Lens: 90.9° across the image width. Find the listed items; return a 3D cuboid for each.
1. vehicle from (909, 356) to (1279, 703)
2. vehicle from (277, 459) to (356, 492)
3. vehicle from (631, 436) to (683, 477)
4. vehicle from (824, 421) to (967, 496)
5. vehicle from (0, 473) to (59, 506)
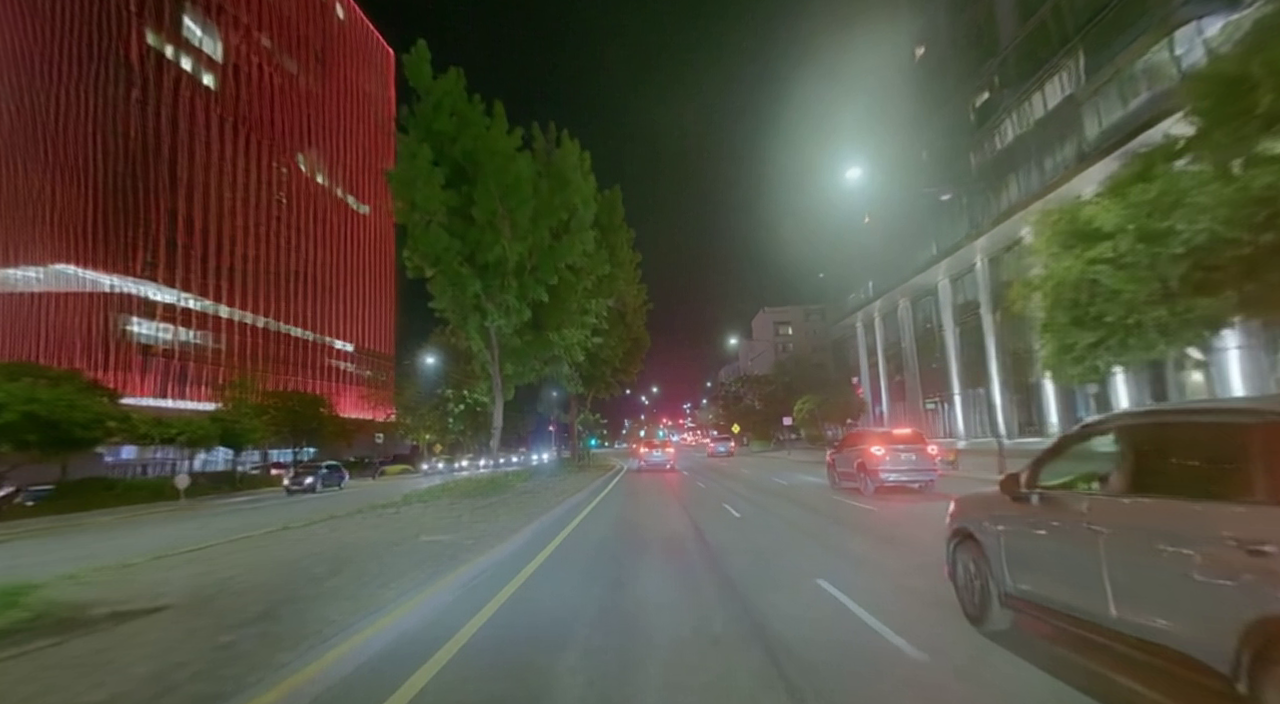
[{"bbox_3d":[3.208,0.902,2.796,1.931,1.591,4.708,0,-8,0],"label":"vehicle"},{"bbox_3d":[-18.202,6.959,35.724,1.947,1.609,4.589,0,-8,1],"label":"vehicle"},{"bbox_3d":[0.711,4.598,28.051,2.125,1.669,3.880,0,-8,0],"label":"vehicle"},{"bbox_3d":[6.840,2.902,17.560,1.963,1.783,4.722,0,-8,0],"label":"vehicle"},{"bbox_3d":[-38.408,8.471,38.240,4.432,1.505,1.984,-9,-8,1],"label":"vehicle"}]
